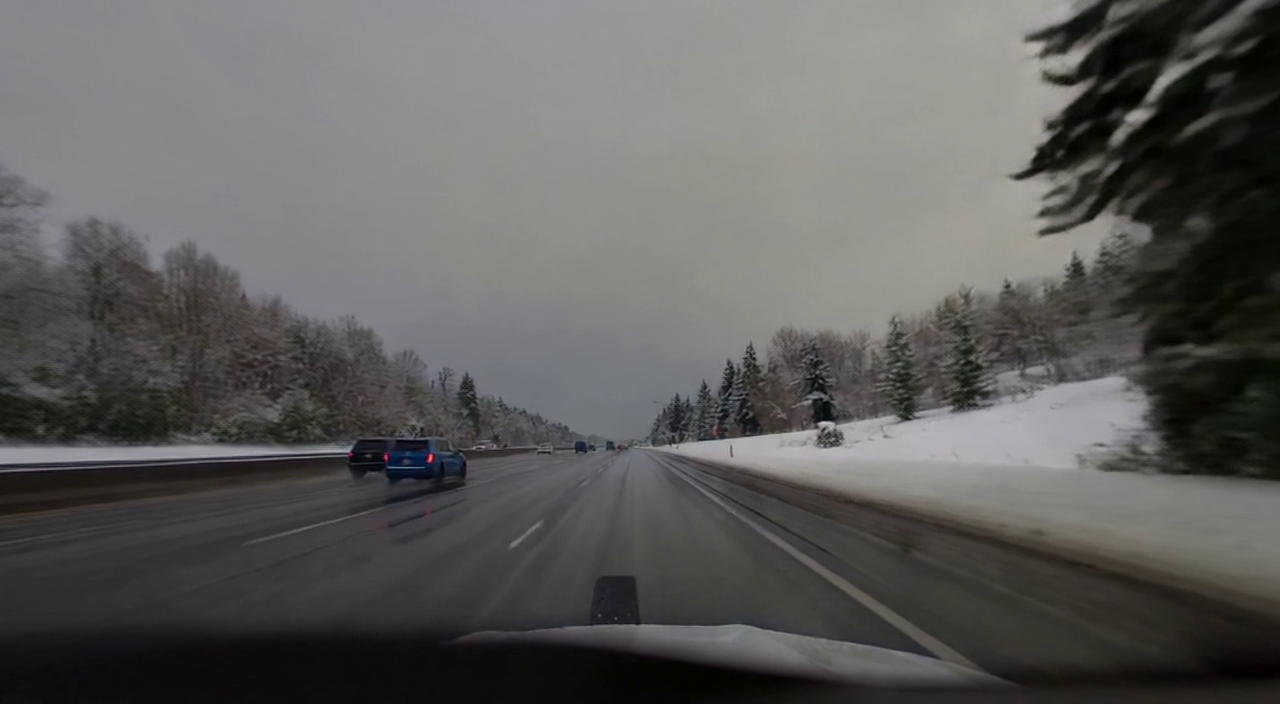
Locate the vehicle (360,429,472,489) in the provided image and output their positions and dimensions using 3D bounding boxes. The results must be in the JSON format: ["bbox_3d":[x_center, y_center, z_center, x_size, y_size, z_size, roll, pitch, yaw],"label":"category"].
[{"bbox_3d":[-7.369,3.578,21.356,2.146,1.766,4.502,0,-9,0],"label":"vehicle"}]
